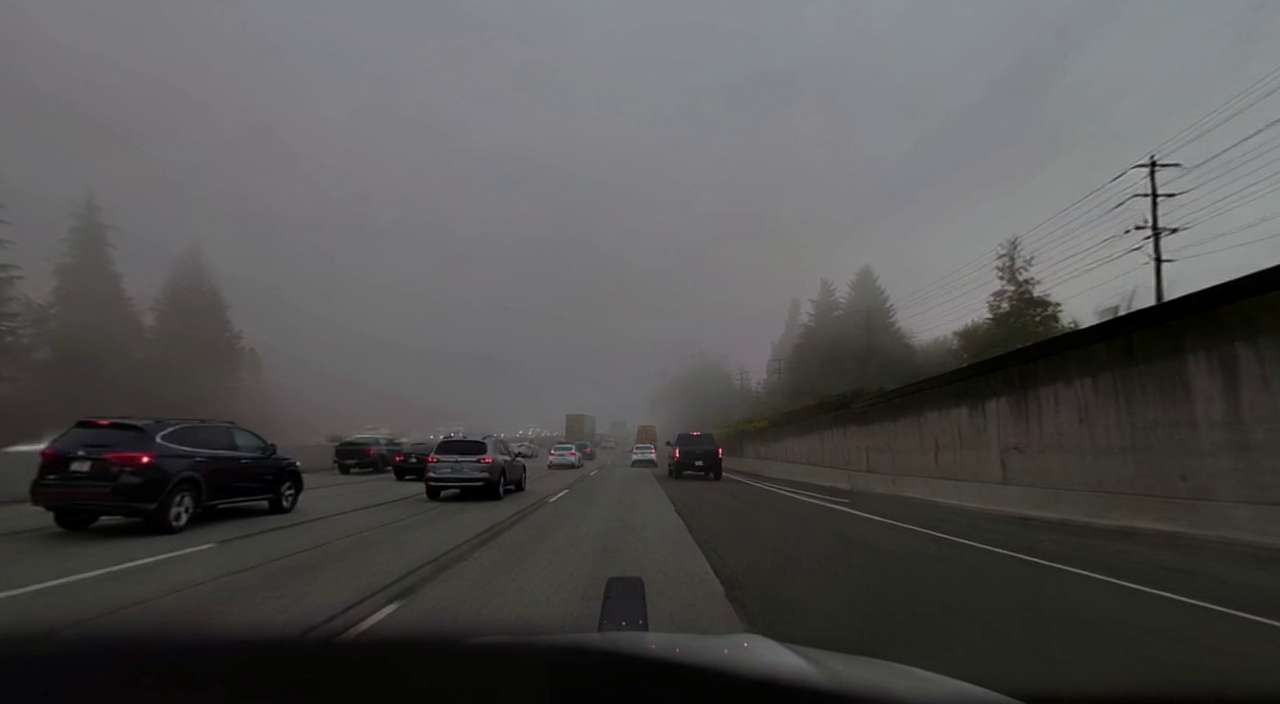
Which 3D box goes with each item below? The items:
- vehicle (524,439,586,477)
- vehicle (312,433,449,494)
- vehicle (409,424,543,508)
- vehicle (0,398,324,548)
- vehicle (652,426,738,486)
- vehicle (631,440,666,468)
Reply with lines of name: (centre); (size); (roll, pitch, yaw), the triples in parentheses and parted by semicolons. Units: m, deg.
vehicle: (-3.666, 4.644, 28.037); (2.049, 1.530, 4.707); (0, -8, 1)
vehicle: (-7.314, 3.170, 18.413); (1.985, 1.529, 4.710); (0, -8, 0)
vehicle: (-3.740, 2.695, 15.351); (2.026, 1.719, 4.490); (0, -8, 0)
vehicle: (-7.401, 1.819, 10.096); (2.222, 1.825, 4.640); (0, -8, 0)
vehicle: (2.037, 4.179, 25.716); (2.793, 2.132, 5.682); (0, -8, -2)
vehicle: (0.483, 6.345, 39.483); (2.092, 1.671, 3.889); (0, -8, -1)
